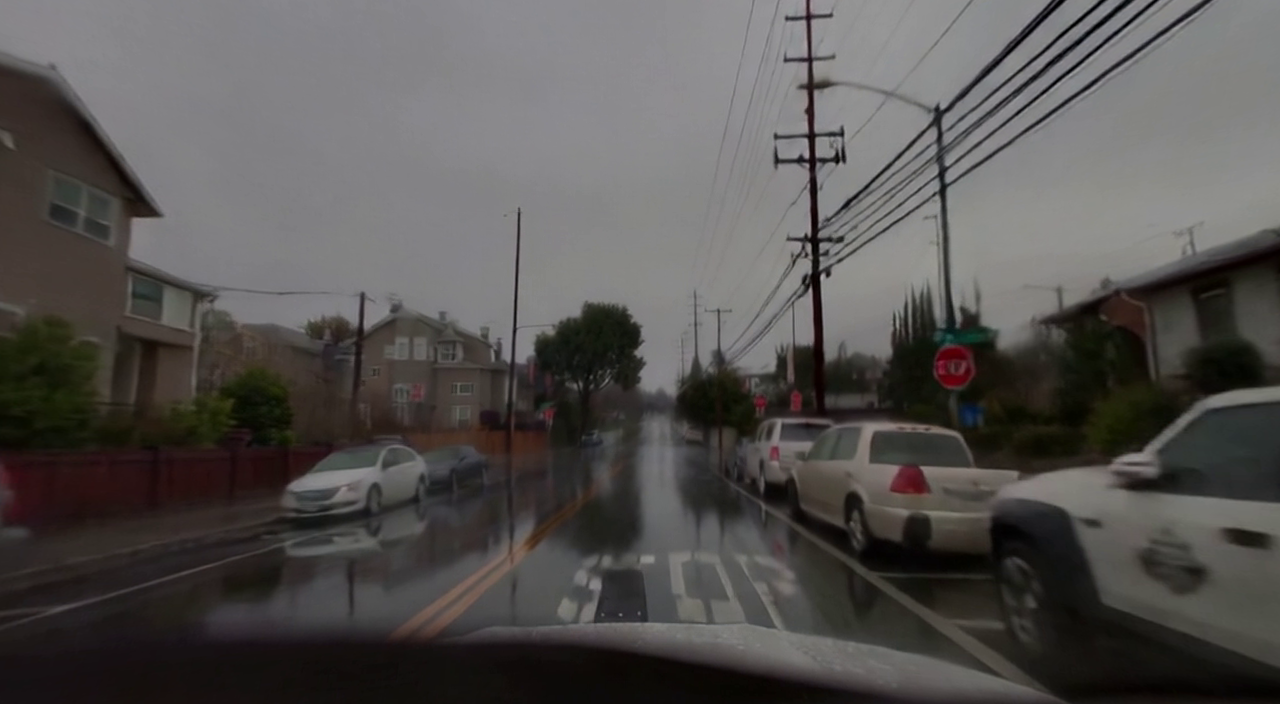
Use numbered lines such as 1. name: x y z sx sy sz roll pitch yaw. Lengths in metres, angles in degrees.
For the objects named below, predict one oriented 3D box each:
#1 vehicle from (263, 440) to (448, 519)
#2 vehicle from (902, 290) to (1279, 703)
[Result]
1. vehicle: -6.083 2.734 14.253 2.098 1.454 4.449 0 -8 0
2. vehicle: 3.191 0.776 2.336 2.337 1.838 5.029 0 -8 1
